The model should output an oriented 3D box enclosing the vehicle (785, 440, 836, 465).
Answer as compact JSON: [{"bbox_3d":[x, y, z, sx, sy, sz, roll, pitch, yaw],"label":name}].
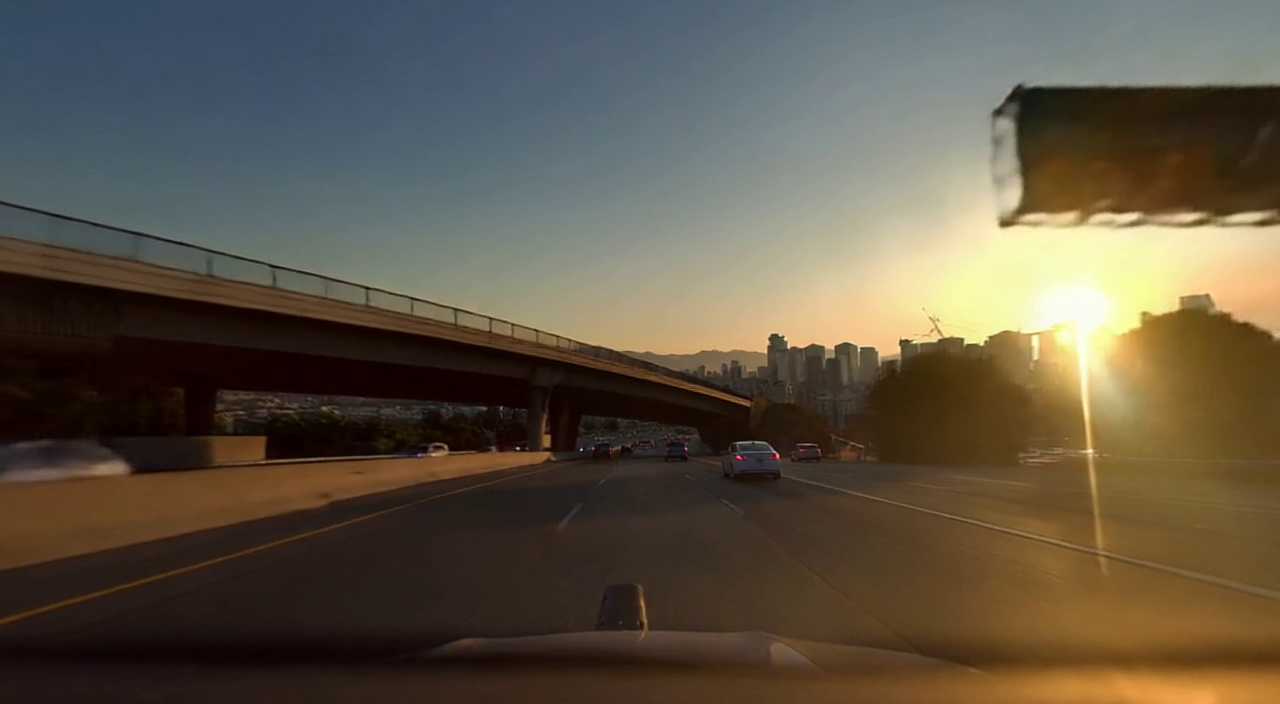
[{"bbox_3d":[11.104,6.571,41.468,2.019,1.529,4.385,0,-8,-1],"label":"vehicle"}]

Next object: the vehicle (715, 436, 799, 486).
[{"bbox_3d":[3.840,3.647,21.480,1.961,1.504,4.094,0,-8,-1],"label":"vehicle"}]
